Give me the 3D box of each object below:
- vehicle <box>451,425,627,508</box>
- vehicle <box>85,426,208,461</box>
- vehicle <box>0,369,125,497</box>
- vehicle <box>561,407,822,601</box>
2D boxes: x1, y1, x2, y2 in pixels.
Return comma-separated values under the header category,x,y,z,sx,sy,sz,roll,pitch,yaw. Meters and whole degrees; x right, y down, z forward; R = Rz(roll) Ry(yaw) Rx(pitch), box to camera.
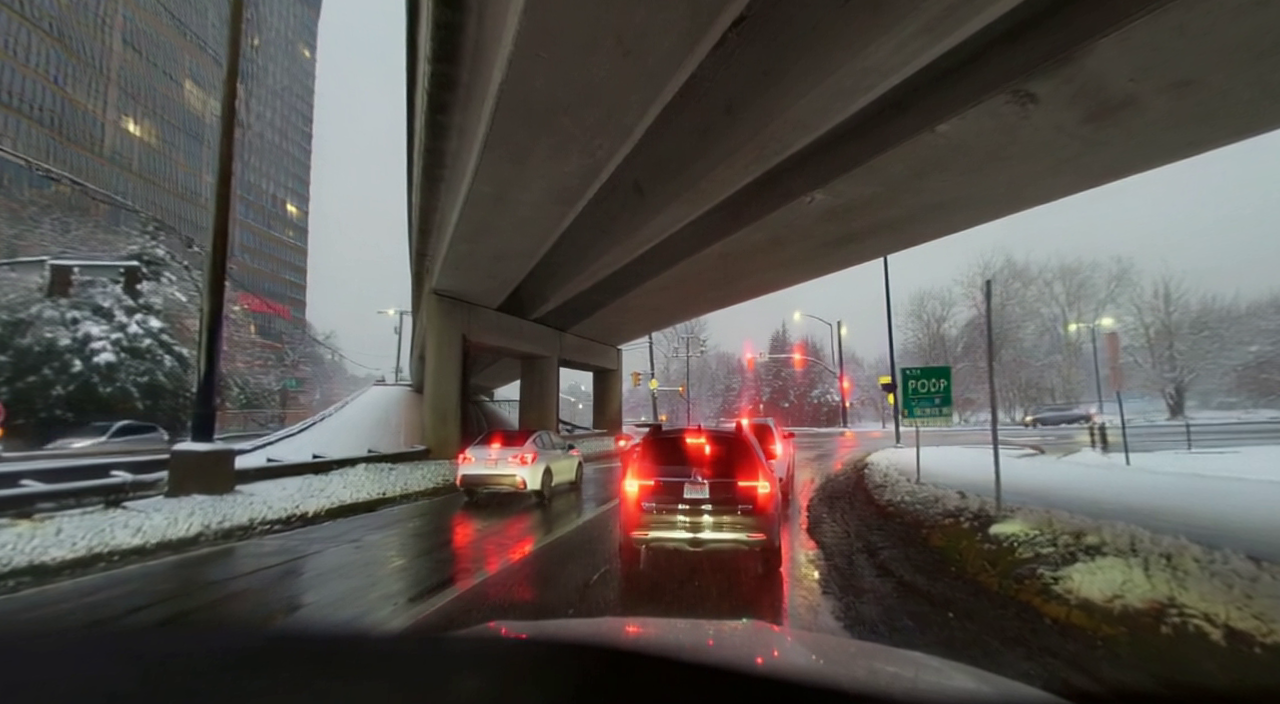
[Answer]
category,x,y,z,sx,sy,sz,roll,pitch,yaw
vehicle,-1.976,2.482,14.171,2.214,1.519,4.704,-2,-9,14
vehicle,-30.608,5.689,39.286,5.457,2.021,2.213,2,-9,-13
vehicle,-24.372,2.736,19.322,13.064,3.755,3.269,-1,-8,-13
vehicle,0.737,1.590,7.548,2.195,1.571,4.353,-2,-8,9
